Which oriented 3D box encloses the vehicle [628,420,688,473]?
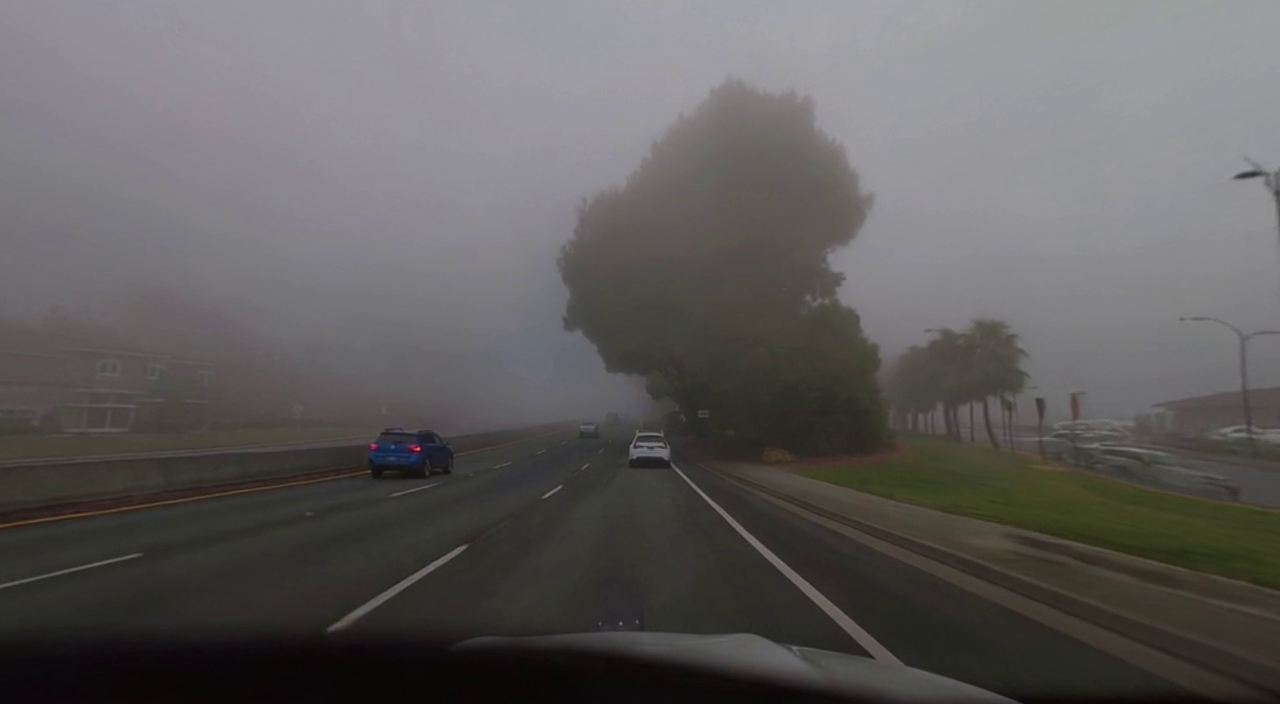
[{"bbox_3d":[0.642,3.666,24.451,2.125,1.830,4.370,0,-9,0],"label":"vehicle"}]

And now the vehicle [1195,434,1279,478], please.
[{"bbox_3d":[29.477,5.040,30.981,2.059,1.942,4.496,-6,-9,25],"label":"vehicle"}]

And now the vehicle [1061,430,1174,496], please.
[{"bbox_3d":[18.305,4.165,24.480,1.849,1.958,4.453,0,-3,14],"label":"vehicle"}]

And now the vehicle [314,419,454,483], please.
[{"bbox_3d":[-7.441,2.981,19.043,1.997,1.650,5.090,0,-9,1],"label":"vehicle"}]
